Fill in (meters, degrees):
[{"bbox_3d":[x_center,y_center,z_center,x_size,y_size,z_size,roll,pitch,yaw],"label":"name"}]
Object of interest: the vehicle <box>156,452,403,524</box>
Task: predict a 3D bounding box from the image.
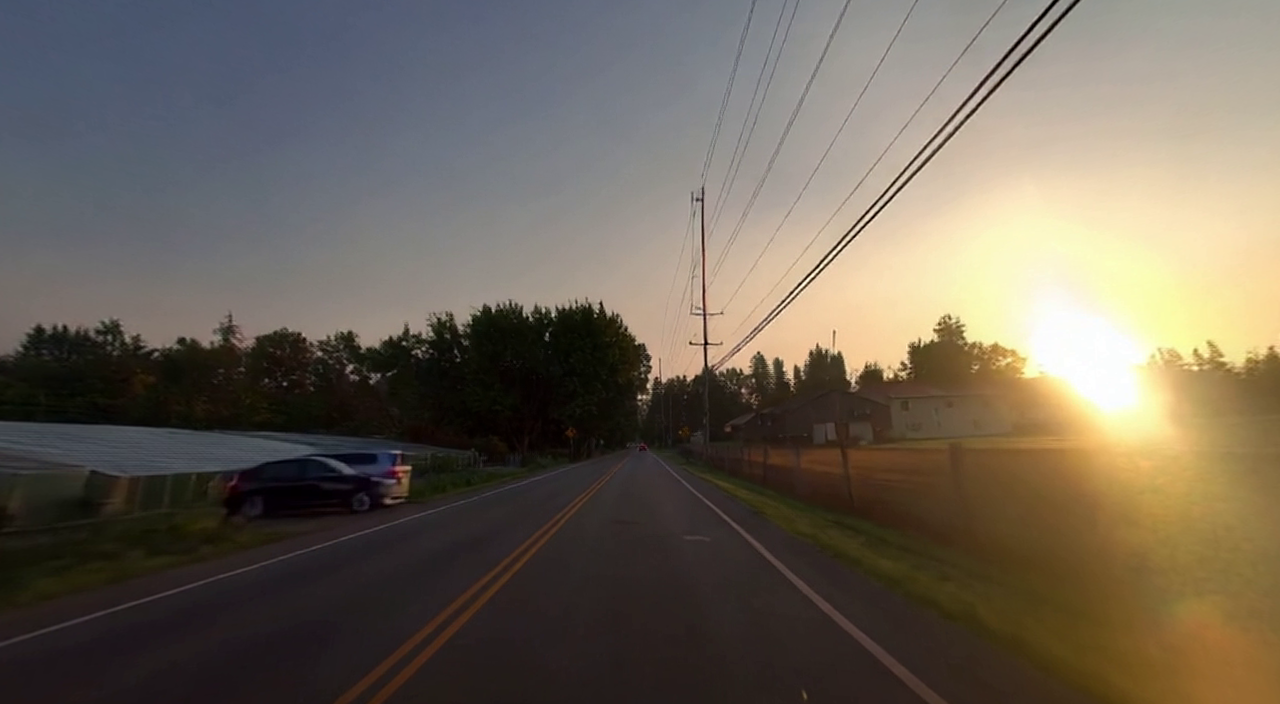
[{"bbox_3d":[-8.138,3.084,14.601,4.525,1.499,1.934,0,-8,1],"label":"vehicle"}]
